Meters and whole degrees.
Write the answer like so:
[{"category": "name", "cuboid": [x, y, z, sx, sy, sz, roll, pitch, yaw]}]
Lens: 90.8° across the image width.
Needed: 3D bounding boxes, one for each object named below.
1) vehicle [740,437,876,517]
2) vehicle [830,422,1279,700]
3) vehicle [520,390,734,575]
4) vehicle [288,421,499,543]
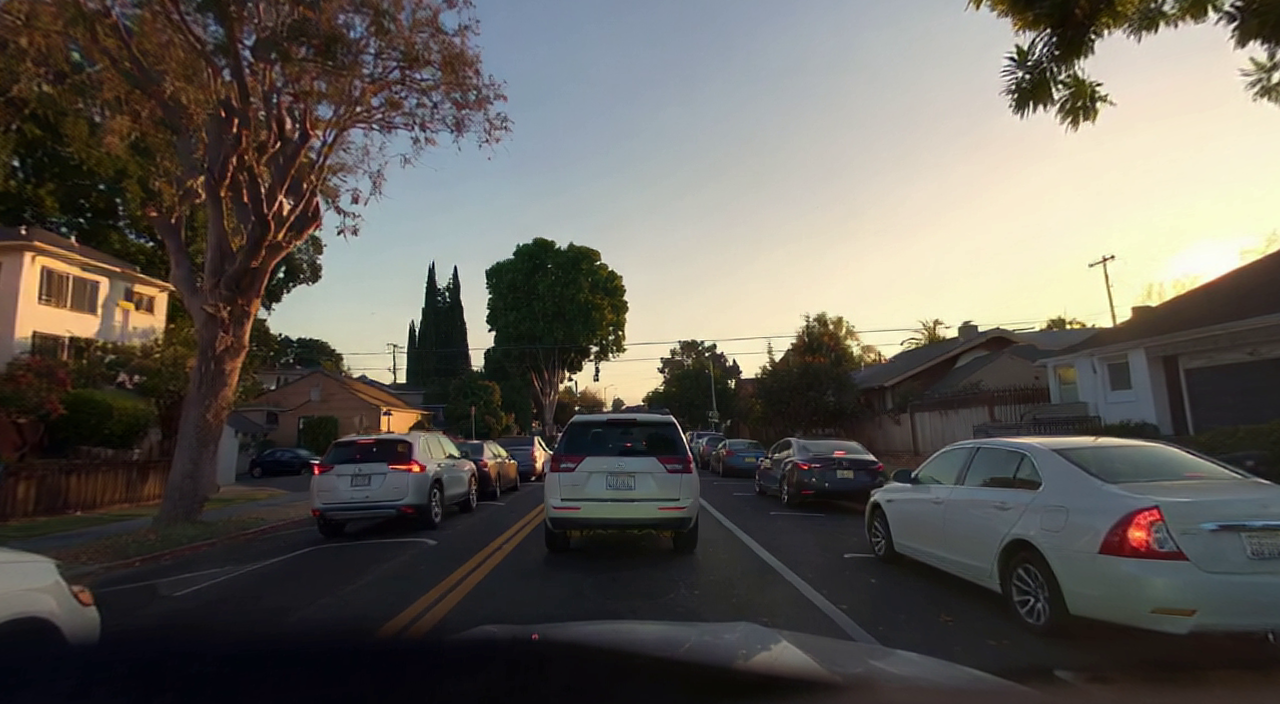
[{"category": "vehicle", "cuboid": [3.480, 2.643, 13.888, 1.880, 1.476, 3.932, 0, -8, 0]}, {"category": "vehicle", "cuboid": [3.471, 1.465, 5.772, 1.977, 1.480, 4.589, 0, -8, -1]}, {"category": "vehicle", "cuboid": [-0.213, 1.629, 8.616, 2.164, 1.867, 4.254, 0, -8, -2]}, {"category": "vehicle", "cuboid": [-3.724, 2.026, 10.514, 1.864, 1.576, 4.324, 0, -8, -2]}]
